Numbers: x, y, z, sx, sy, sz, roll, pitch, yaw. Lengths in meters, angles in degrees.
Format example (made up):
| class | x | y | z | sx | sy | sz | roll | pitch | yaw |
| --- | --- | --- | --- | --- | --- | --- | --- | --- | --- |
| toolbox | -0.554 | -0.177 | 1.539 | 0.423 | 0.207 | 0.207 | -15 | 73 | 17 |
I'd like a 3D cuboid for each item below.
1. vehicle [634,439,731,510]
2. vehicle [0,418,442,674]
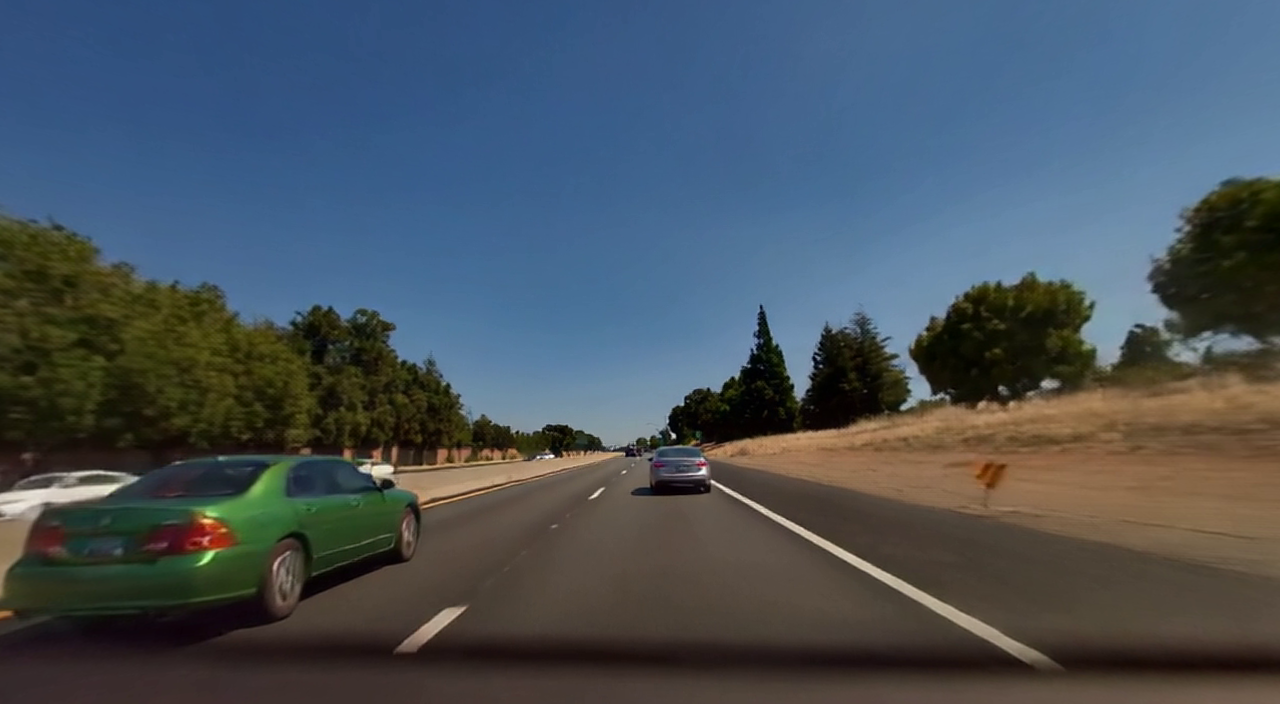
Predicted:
| class | x | y | z | sx | sy | sz | roll | pitch | yaw |
| --- | --- | --- | --- | --- | --- | --- | --- | --- | --- |
| vehicle | 0.929 | 3.043 | 16.059 | 2.021 | 1.533 | 4.014 | 0 | -9 | -3 |
| vehicle | -3.485 | 1.538 | 6.109 | 2.083 | 1.548 | 4.251 | 0 | -9 | -5 |
